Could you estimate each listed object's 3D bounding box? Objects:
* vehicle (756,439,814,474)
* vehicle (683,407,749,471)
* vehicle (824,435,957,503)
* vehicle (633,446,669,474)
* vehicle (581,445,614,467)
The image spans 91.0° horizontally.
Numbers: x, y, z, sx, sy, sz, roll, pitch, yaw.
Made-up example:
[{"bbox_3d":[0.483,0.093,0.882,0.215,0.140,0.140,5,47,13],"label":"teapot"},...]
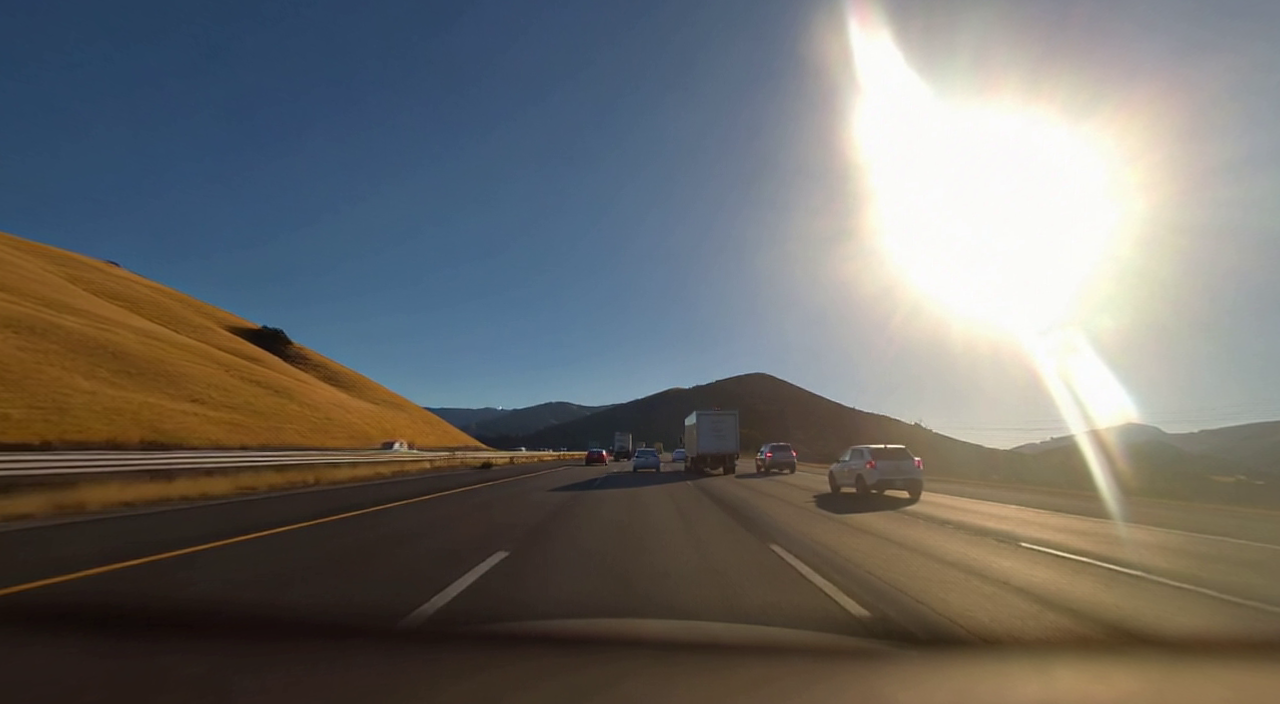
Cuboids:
[{"bbox_3d":[7.994,5.787,35.149,2.143,1.775,4.729,0,-9,0],"label":"vehicle"},{"bbox_3d":[4.704,5.820,41.650,3.130,3.607,11.129,0,-9,1],"label":"vehicle"},{"bbox_3d":[7.020,3.311,18.244,2.044,1.676,4.421,0,-9,0],"label":"vehicle"},{"bbox_3d":[0.614,5.994,35.196,1.866,1.492,3.932,0,-9,1],"label":"vehicle"},{"bbox_3d":[-3.136,7.746,47.052,2.132,1.506,4.256,0,-9,0],"label":"vehicle"}]
